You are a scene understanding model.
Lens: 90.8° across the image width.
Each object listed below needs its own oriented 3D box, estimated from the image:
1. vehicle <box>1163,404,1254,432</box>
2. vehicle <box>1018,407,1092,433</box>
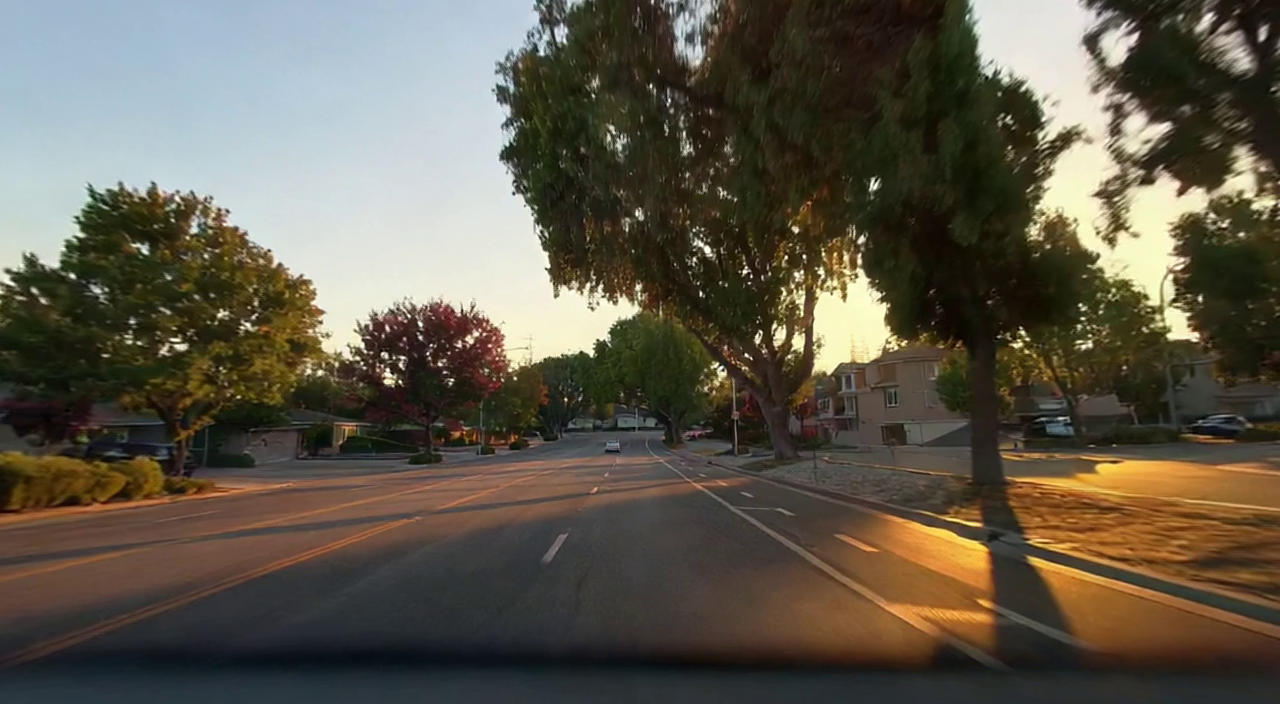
[{"bbox_3d":[37.098,4.375,41.398,1.838,1.508,4.463,-3,-9,1],"label":"vehicle"},{"bbox_3d":[28.155,4.685,43.067,1.797,1.563,4.669,0,-8,0],"label":"vehicle"}]
